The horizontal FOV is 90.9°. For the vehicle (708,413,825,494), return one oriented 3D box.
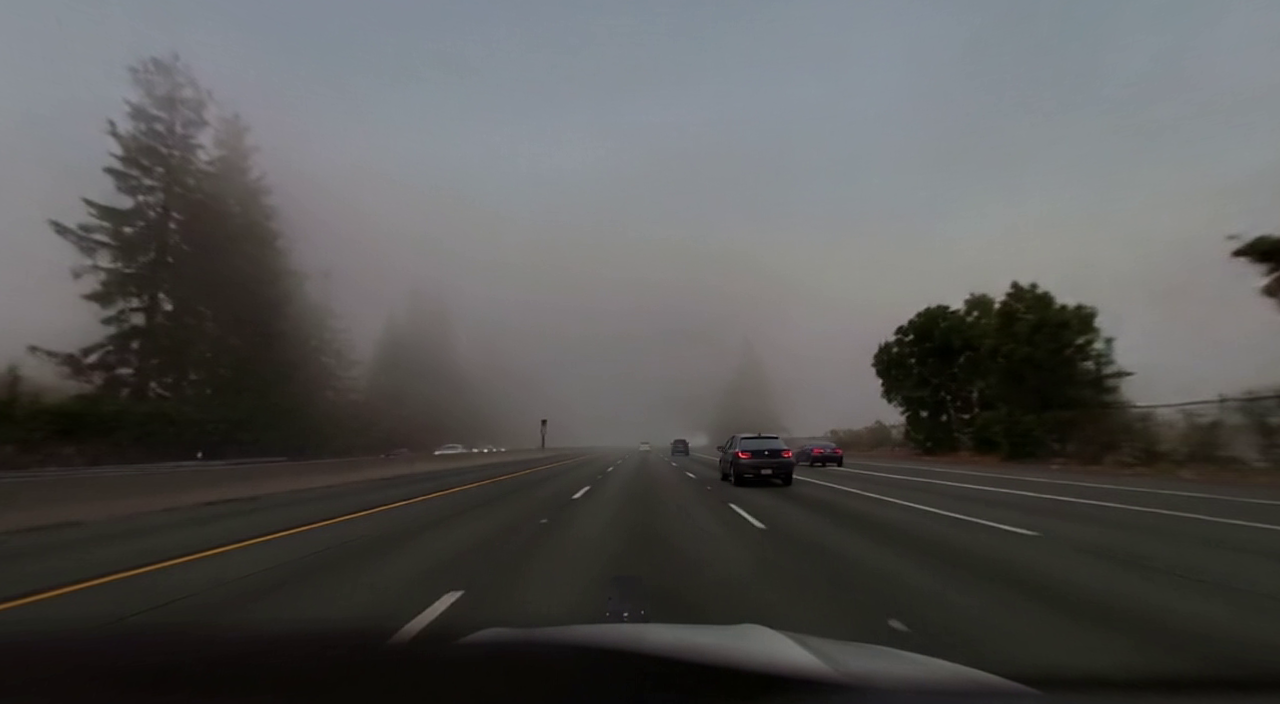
[{"bbox_3d":[3.417,2.903,18.359,2.218,1.964,5.662,0,-8,0],"label":"vehicle"}]
